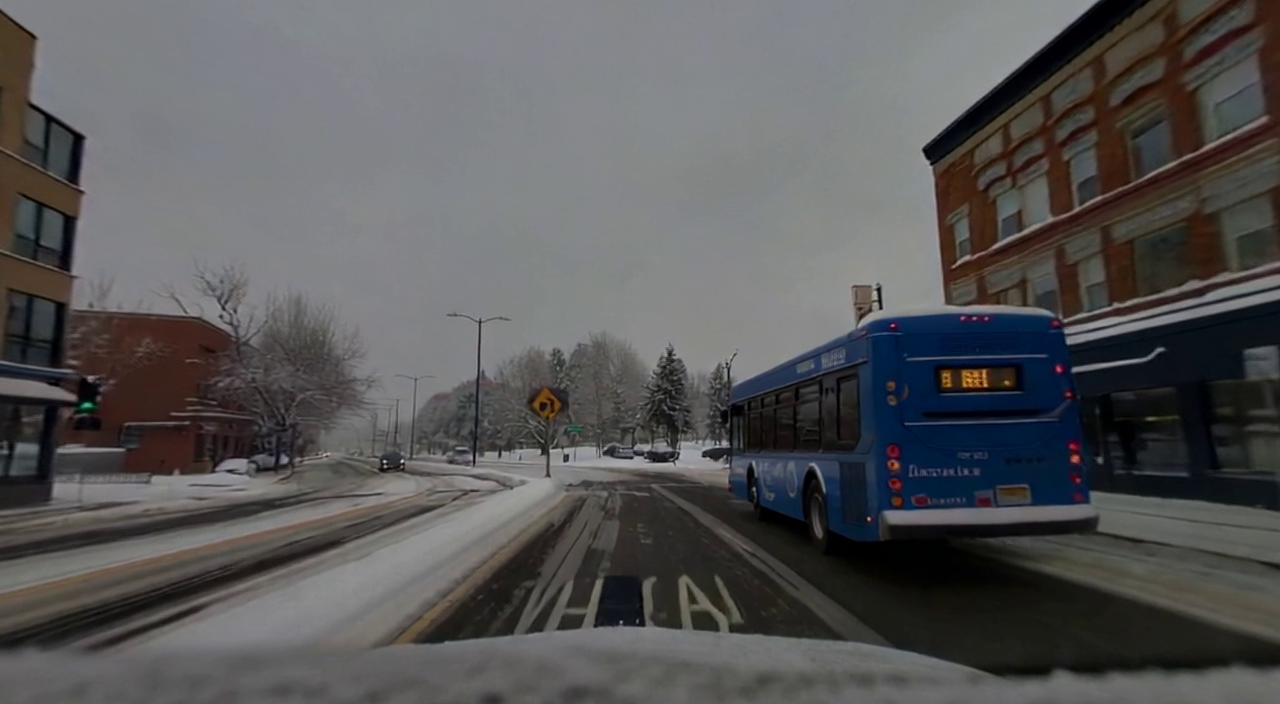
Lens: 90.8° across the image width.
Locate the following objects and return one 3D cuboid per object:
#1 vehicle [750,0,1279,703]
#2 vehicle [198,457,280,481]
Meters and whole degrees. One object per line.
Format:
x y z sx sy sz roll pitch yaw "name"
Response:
3.479 0.204 3.051 3.194 3.345 12.428 0 -9 -2 "vehicle"
-27.537 7.995 43.431 4.384 1.500 1.864 7 -11 -40 "vehicle"
